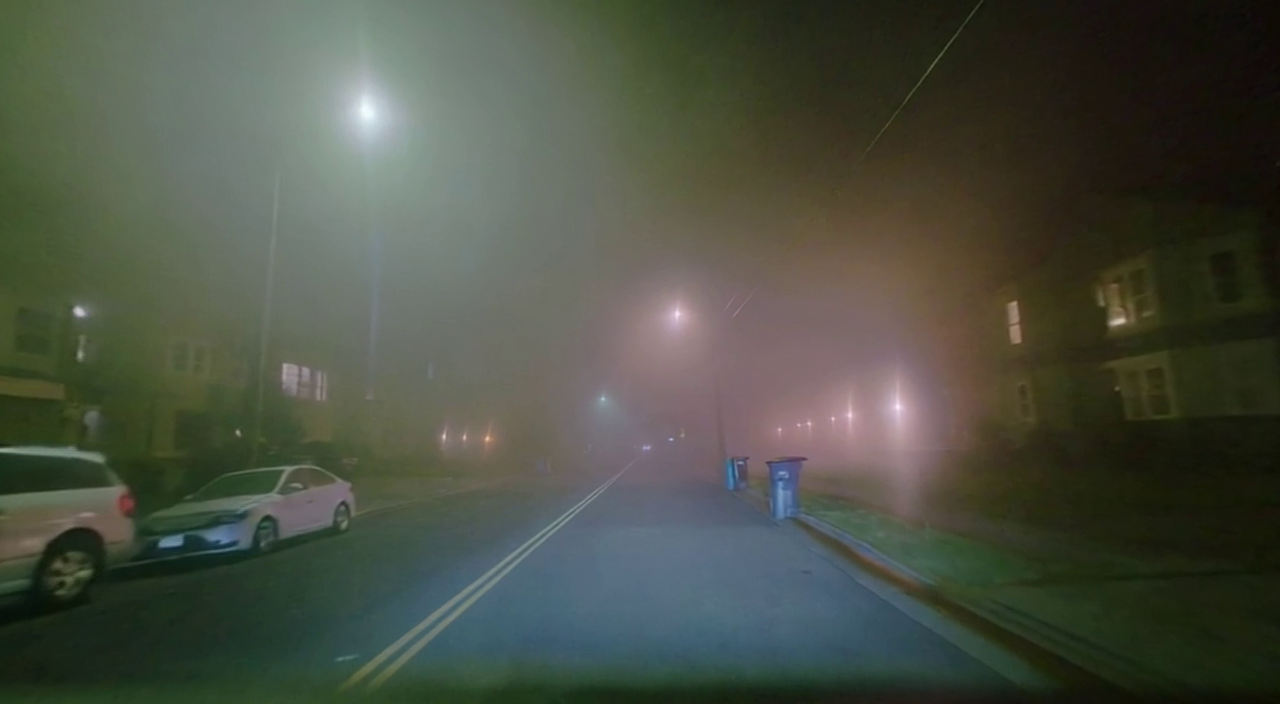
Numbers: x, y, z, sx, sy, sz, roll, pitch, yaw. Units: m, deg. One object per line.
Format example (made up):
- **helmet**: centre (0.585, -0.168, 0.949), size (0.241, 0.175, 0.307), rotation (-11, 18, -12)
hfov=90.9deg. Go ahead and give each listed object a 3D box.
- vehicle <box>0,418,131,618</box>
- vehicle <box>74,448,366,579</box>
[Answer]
- **vehicle**: centre (-6.587, 1.438, 4.644), size (1.890, 1.723, 4.539), rotation (-6, -7, 1)
- **vehicle**: centre (-6.445, 2.447, 10.431), size (1.880, 1.458, 4.292), rotation (-4, -7, 1)
